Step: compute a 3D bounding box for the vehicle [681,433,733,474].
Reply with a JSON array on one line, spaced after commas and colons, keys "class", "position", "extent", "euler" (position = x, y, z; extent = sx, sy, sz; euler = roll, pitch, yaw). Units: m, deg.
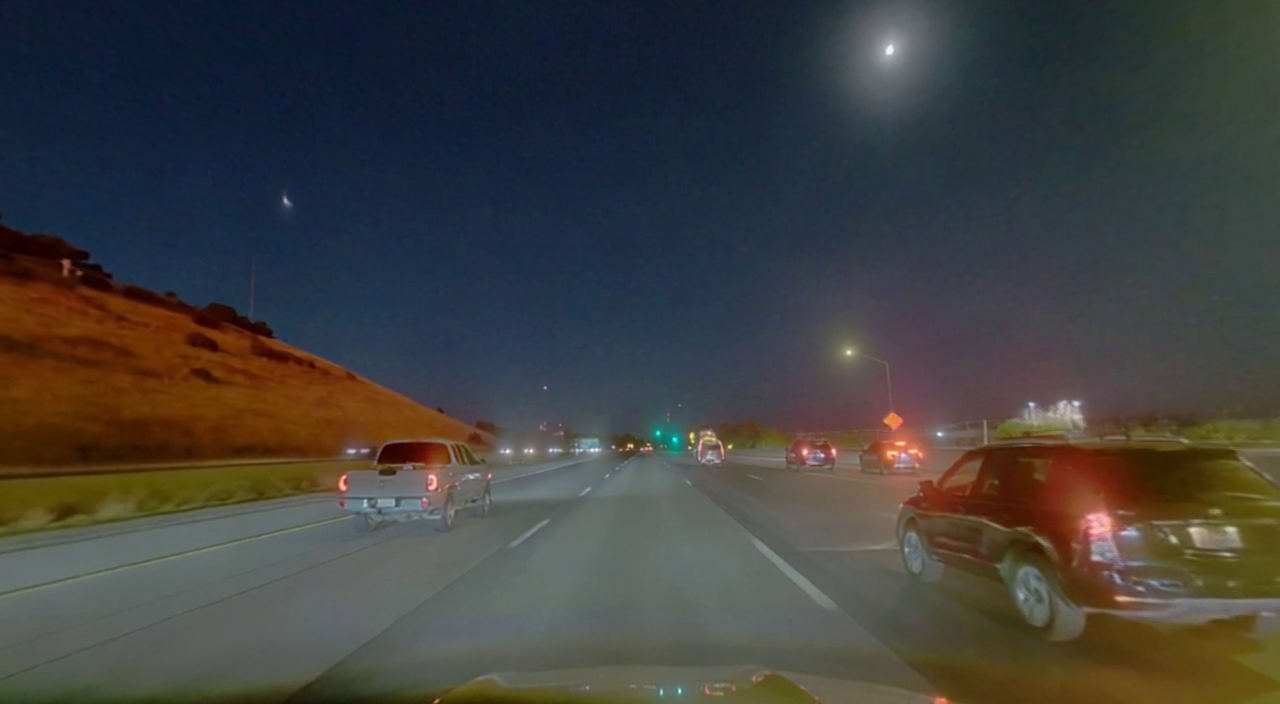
[{"class": "vehicle", "position": [3.394, 5.261, 32.828], "extent": [2.121, 1.925, 5.056], "euler": [0, -8, 0]}]

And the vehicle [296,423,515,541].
[{"class": "vehicle", "position": [-3.823, 2.200, 11.334], "extent": [2.166, 1.672, 4.388], "euler": [0, -8, 1]}]

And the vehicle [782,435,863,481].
[{"class": "vehicle", "position": [7.406, 4.349, 26.072], "extent": [1.998, 1.717, 4.338], "euler": [0, -8, 0]}]

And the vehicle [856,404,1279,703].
[{"class": "vehicle", "position": [3.398, 1.282, 4.895], "extent": [1.941, 1.481, 4.300], "euler": [0, -8, 0]}]
